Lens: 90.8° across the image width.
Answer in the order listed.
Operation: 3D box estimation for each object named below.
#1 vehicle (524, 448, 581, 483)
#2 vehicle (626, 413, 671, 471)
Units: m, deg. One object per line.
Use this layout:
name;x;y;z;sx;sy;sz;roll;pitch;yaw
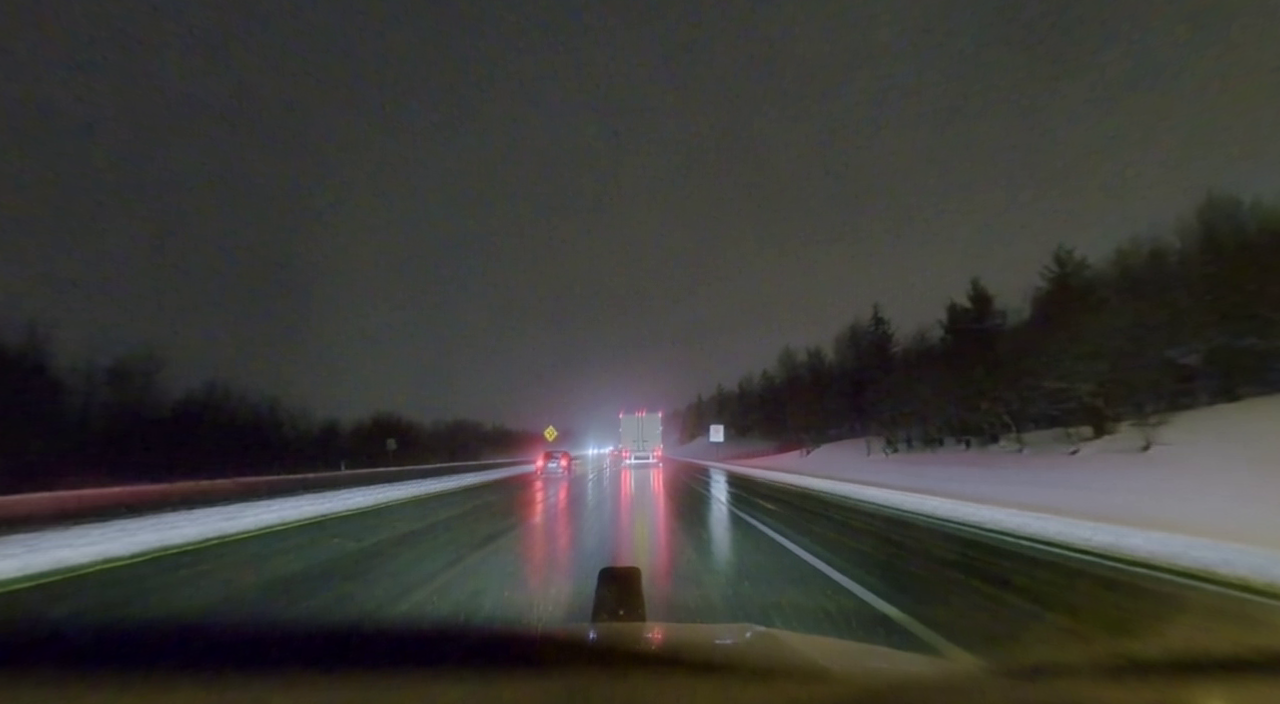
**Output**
vehicle;-4.043;5.310;29.908;2.053;1.523;4.450;0;-9;1
vehicle;0.456;6.774;47.167;2.864;3.805;9.500;0;-9;-2
